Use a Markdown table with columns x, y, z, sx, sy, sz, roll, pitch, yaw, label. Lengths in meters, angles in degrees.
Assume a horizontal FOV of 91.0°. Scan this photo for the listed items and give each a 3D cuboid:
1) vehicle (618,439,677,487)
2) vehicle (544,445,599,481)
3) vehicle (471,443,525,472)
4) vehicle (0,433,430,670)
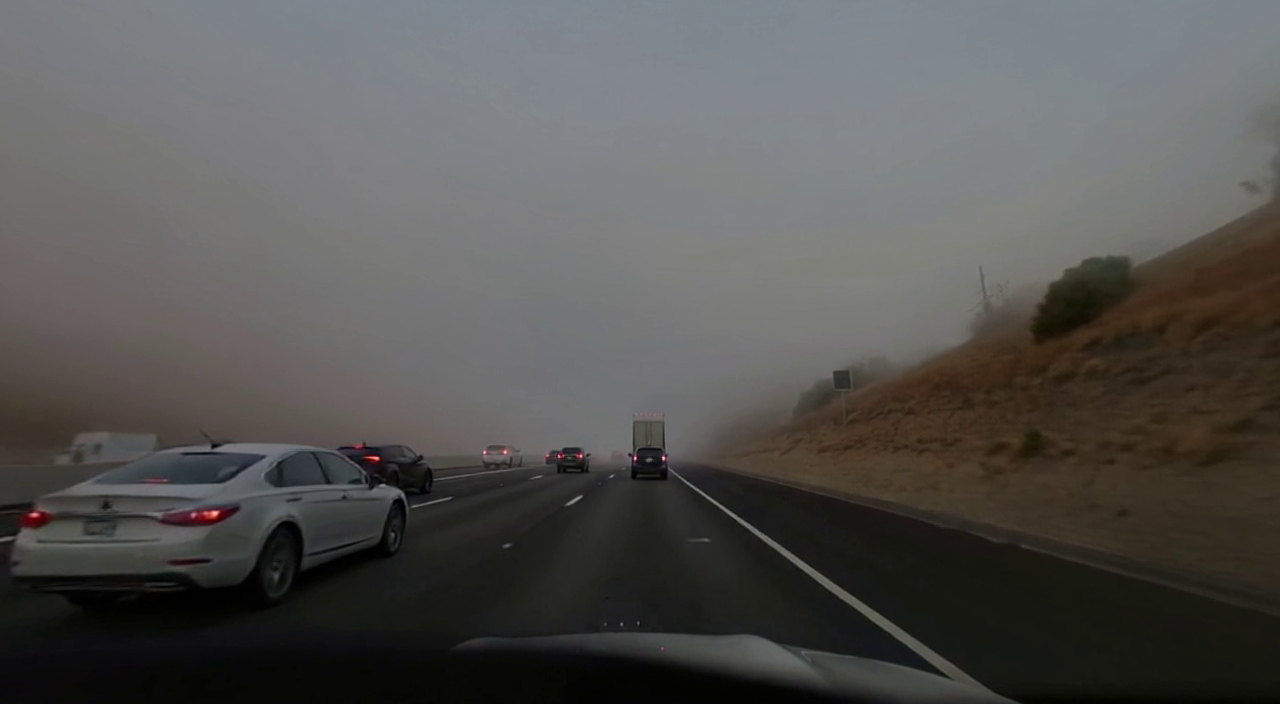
| x | y | z | sx | sy | sz | roll | pitch | yaw | label |
| --- | --- | --- | --- | --- | --- | --- | --- | --- | --- |
| 0.303 | 4.670 | 26.772 | 2.281 | 1.795 | 4.297 | 1 | -9 | 0 | vehicle |
| -3.428 | 5.661 | 32.340 | 2.155 | 1.661 | 4.477 | 0 | -9 | 2 | vehicle |
| -10.649 | 7.985 | 47.875 | 2.421 | 2.025 | 6.236 | 0 | -9 | 2 | vehicle |
| -3.905 | 1.616 | 6.336 | 1.943 | 1.468 | 4.547 | 1 | -9 | 1 | vehicle |
